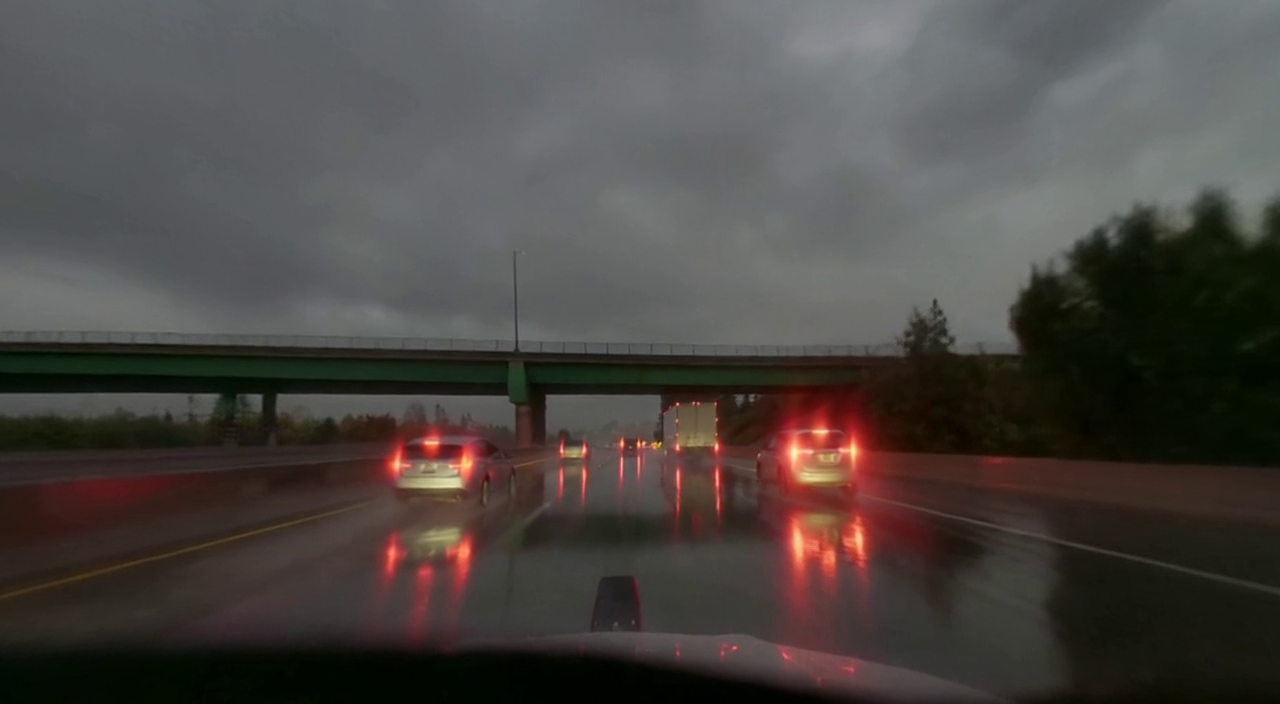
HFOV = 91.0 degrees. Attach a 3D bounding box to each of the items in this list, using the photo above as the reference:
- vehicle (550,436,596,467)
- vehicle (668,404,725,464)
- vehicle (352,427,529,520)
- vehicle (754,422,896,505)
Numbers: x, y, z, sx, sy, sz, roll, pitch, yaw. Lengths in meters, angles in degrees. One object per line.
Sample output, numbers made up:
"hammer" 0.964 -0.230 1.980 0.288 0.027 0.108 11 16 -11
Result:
"vehicle" -3.522 5.291 33.737 2.064 1.479 4.370 -1 -8 -1
"vehicle" 3.665 5.774 44.097 2.824 3.585 11.410 -1 -8 -1
"vehicle" -3.716 2.336 12.735 2.122 1.486 4.532 -1 -8 0
"vehicle" 4.065 2.520 14.661 2.001 1.625 4.088 -1 -8 -1
